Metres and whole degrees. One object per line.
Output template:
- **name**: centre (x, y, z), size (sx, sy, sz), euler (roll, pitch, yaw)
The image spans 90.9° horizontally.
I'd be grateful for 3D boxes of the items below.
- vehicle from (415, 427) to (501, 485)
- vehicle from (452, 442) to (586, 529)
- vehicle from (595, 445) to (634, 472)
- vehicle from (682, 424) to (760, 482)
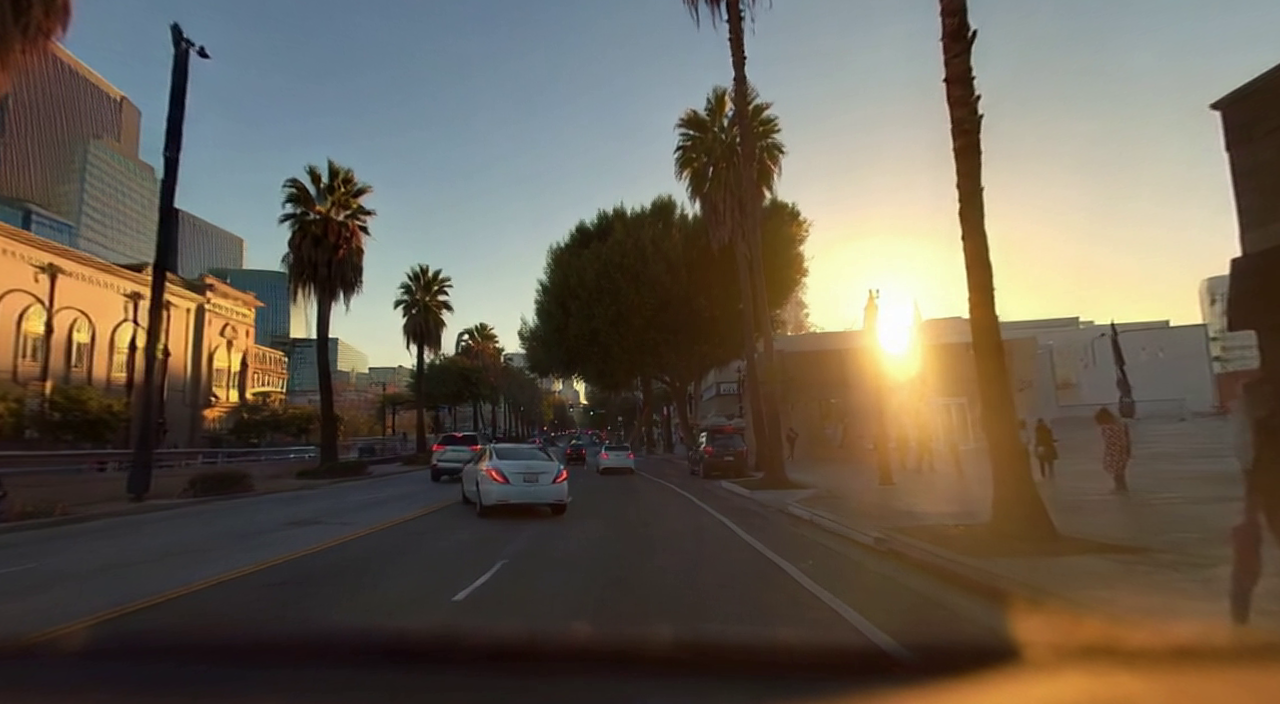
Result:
- **vehicle**: centre (-7.085, 4.121, 25.218), size (2.164, 2.047, 5.455), euler (0, -9, -4)
- **vehicle**: centre (-2.755, 2.686, 13.430), size (1.930, 1.477, 4.657), euler (3, -9, -22)
- **vehicle**: centre (-1.533, 6.109, 36.423), size (1.972, 1.473, 4.000), euler (1, -9, -6)
- **vehicle**: centre (3.259, 4.240, 26.621), size (2.126, 2.167, 5.098), euler (0, -9, -5)
